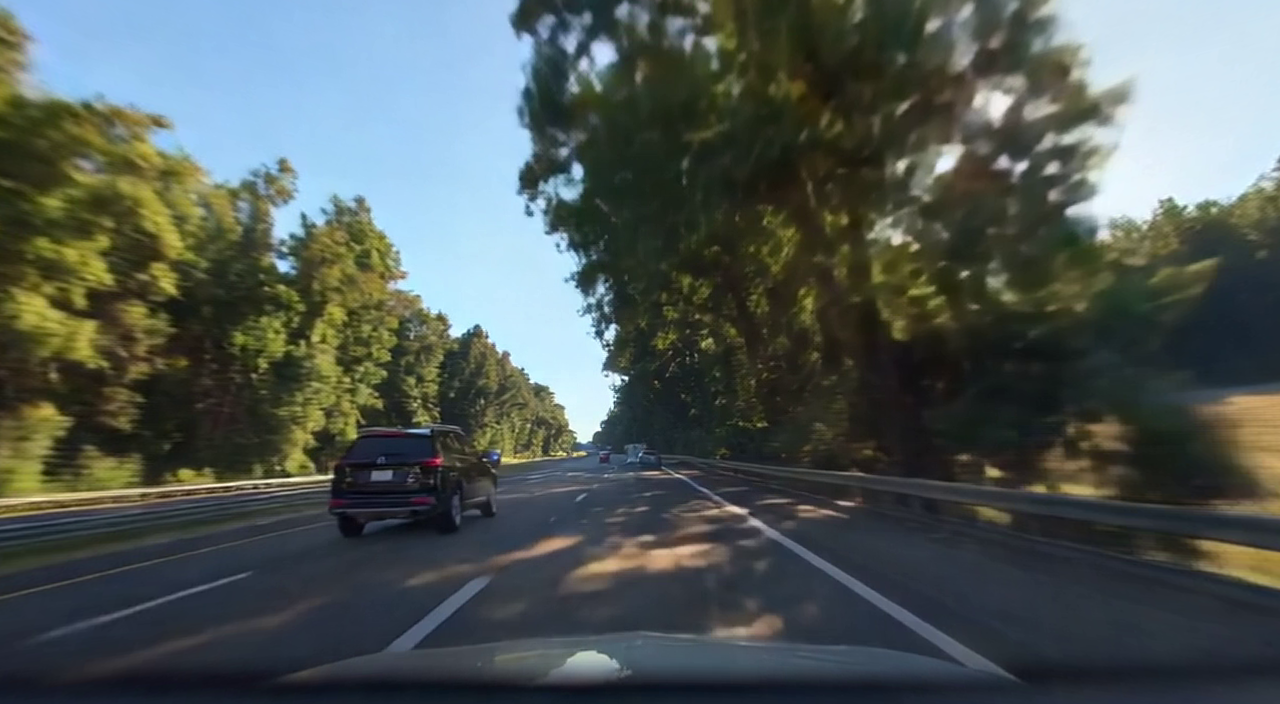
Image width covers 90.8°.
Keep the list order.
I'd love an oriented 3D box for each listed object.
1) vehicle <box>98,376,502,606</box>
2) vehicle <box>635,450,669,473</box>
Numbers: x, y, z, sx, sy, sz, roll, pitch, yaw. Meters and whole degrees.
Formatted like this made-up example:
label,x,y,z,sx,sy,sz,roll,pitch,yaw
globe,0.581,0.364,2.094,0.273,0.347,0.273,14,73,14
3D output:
label,x,y,z,sx,sy,sz,roll,pitch,yaw
vehicle,-3.589,1.603,8.189,2.418,2.049,4.930,0,-9,0
vehicle,0.751,7.417,43.117,2.046,1.452,4.407,0,-9,-2
